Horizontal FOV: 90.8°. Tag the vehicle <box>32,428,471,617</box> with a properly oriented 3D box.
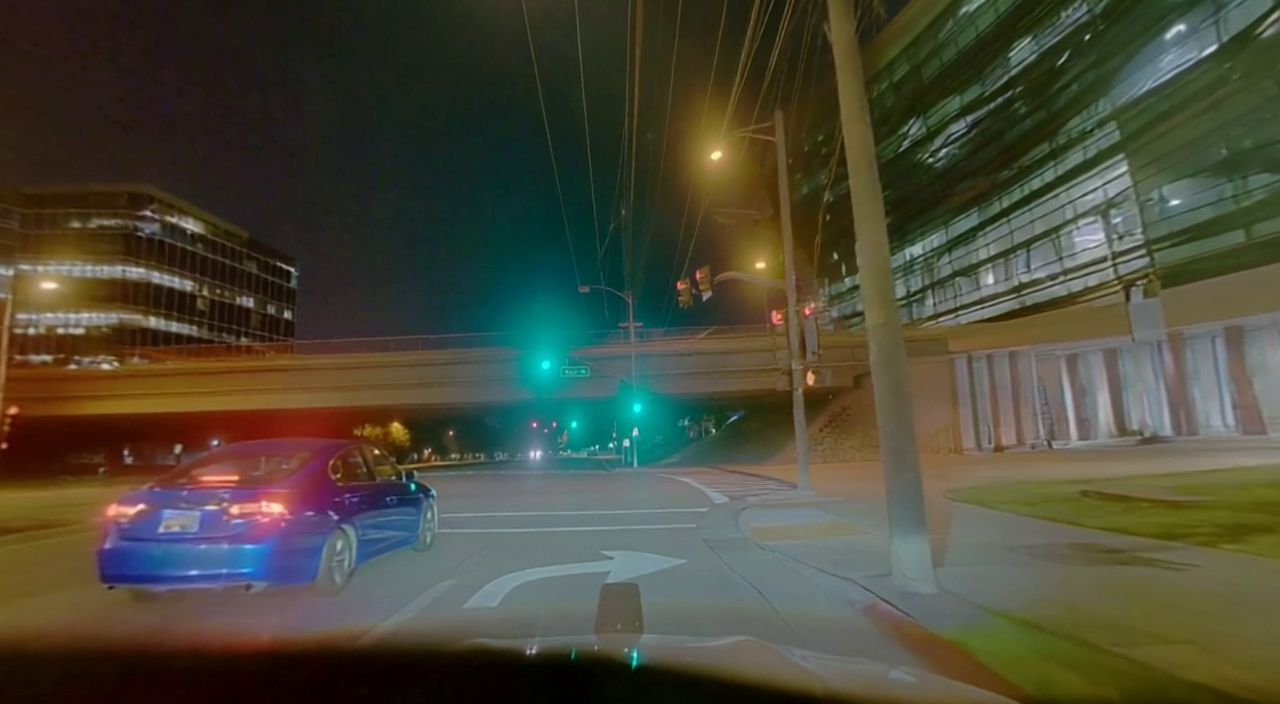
[{"bbox_3d":[-3.670,1.680,7.285,2.154,1.465,4.532,0,-8,0],"label":"vehicle"}]
